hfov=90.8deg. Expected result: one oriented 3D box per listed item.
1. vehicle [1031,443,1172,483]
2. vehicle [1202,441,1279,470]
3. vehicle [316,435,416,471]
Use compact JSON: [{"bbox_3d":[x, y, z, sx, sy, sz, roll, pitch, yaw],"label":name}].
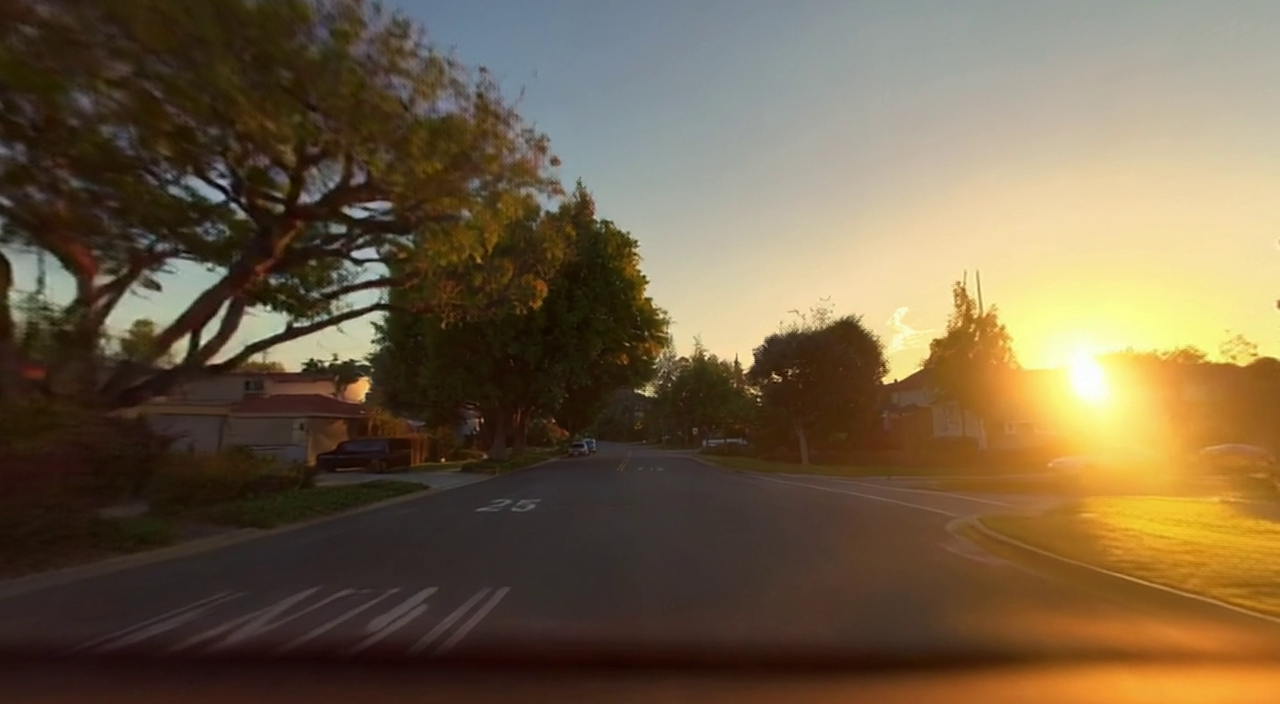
[{"bbox_3d":[20.452,4.922,28.175,4.607,1.694,2.106,0,-9,-1],"label":"vehicle"},{"bbox_3d":[34.325,5.777,35.212,1.745,1.540,4.223,8,-12,-44],"label":"vehicle"},{"bbox_3d":[-13.127,4.856,30.406,3.921,1.629,1.832,0,-10,2],"label":"vehicle"}]
